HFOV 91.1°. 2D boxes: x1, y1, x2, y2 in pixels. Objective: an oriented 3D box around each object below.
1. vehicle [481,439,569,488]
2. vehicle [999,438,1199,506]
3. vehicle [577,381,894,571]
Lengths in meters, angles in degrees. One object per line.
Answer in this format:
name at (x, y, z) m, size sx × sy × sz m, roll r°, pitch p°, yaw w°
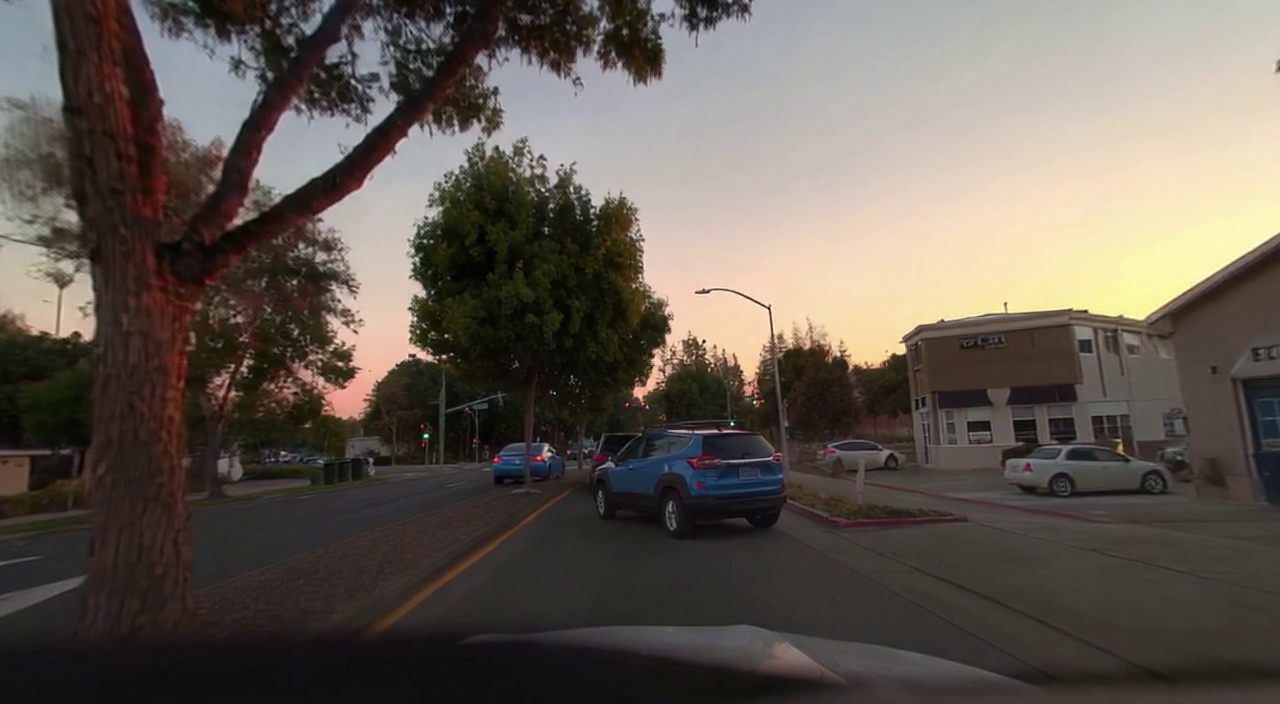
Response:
vehicle at (-3.722, 3.689, 21.178) m, size 2.026 × 1.466 × 4.282 m, roll 0°, pitch -8°, yaw 2°
vehicle at (12.245, 3.201, 16.960) m, size 3.871 × 1.525 × 1.835 m, roll -3°, pitch -9°, yaw 0°
vehicle at (0.987, 1.653, 9.093) m, size 2.052 × 1.955 × 4.642 m, roll 5°, pitch -10°, yaw -29°
